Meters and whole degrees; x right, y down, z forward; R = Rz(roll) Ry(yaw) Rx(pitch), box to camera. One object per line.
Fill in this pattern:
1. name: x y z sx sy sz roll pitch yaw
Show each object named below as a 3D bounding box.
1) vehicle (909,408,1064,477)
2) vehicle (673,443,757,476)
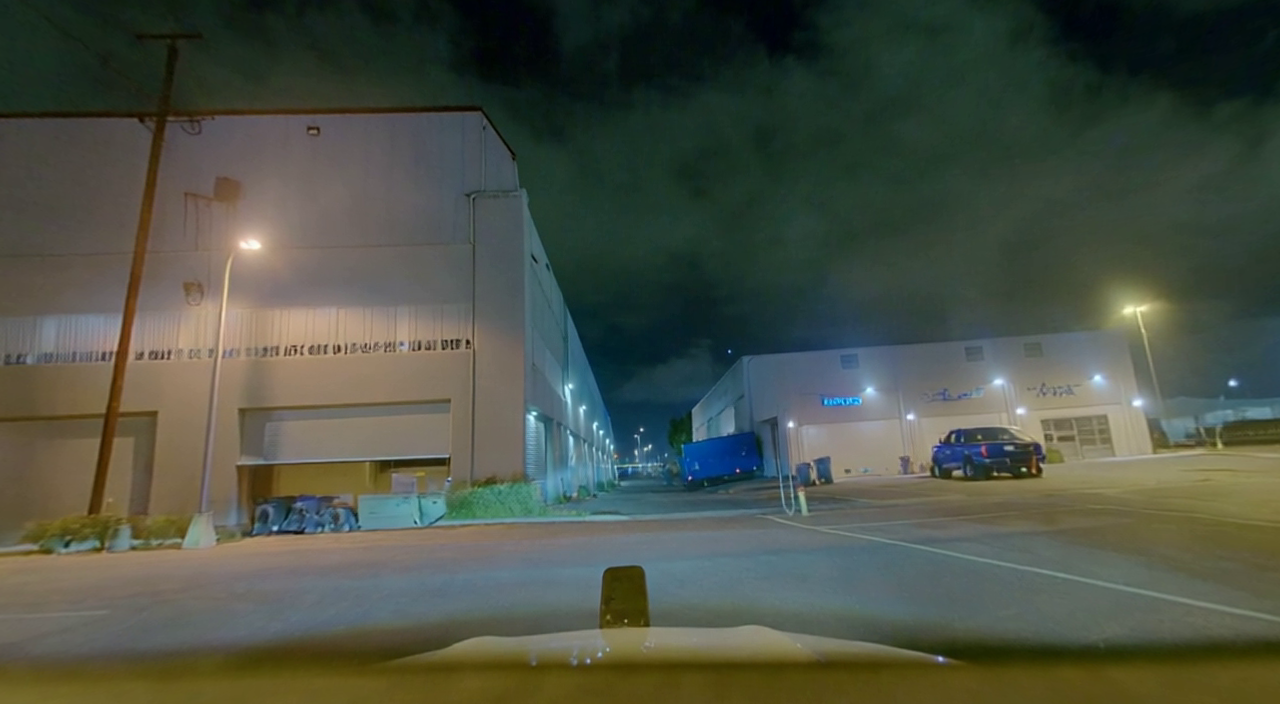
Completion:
1. vehicle: 17.480 4.636 32.034 6.271 3.004 2.298 -3 -11 -5
2. vehicle: 4.874 7.066 41.562 5.207 2.103 1.997 0 -8 -4
